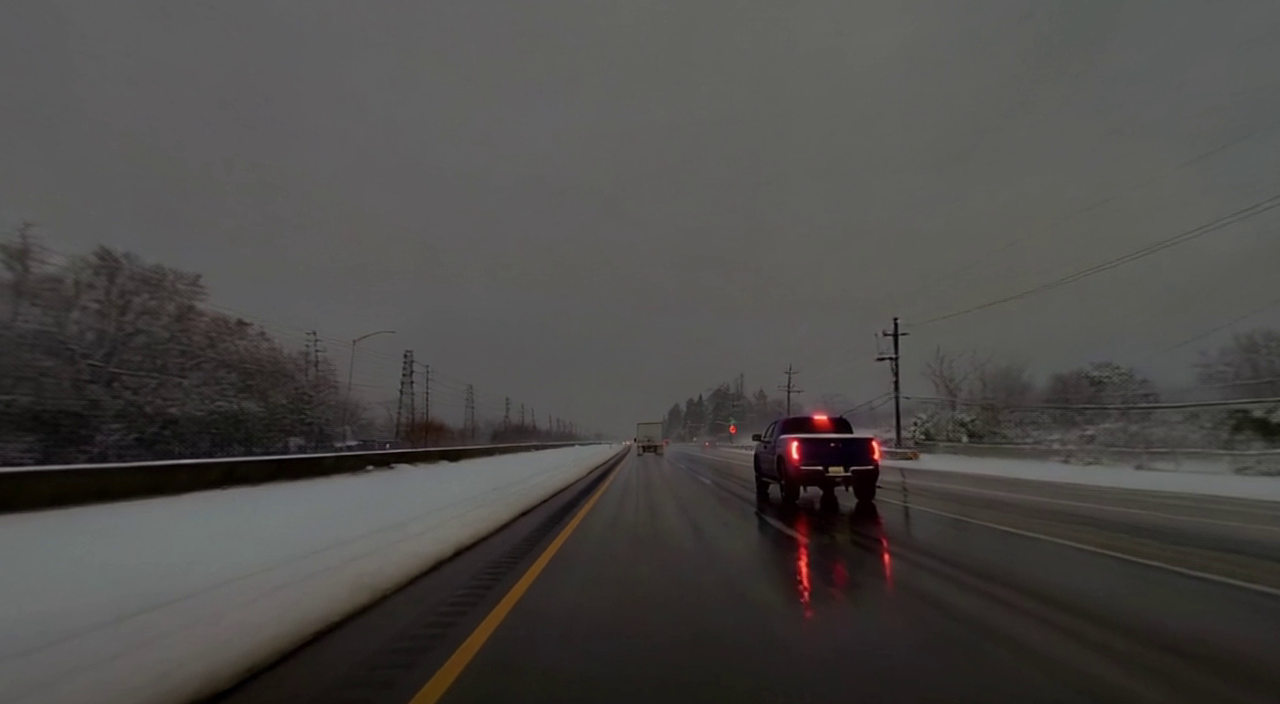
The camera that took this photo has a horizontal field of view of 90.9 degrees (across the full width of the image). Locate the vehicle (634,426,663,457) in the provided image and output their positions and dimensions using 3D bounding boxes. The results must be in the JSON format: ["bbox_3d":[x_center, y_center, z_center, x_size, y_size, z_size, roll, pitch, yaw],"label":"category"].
[{"bbox_3d":[0.614,6.848,48.159,2.099,2.260,4.899,0,-8,0],"label":"vehicle"}]

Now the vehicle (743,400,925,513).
[{"bbox_3d":[4.201,2.425,15.049,2.594,2.155,5.670,0,-8,1],"label":"vehicle"}]
